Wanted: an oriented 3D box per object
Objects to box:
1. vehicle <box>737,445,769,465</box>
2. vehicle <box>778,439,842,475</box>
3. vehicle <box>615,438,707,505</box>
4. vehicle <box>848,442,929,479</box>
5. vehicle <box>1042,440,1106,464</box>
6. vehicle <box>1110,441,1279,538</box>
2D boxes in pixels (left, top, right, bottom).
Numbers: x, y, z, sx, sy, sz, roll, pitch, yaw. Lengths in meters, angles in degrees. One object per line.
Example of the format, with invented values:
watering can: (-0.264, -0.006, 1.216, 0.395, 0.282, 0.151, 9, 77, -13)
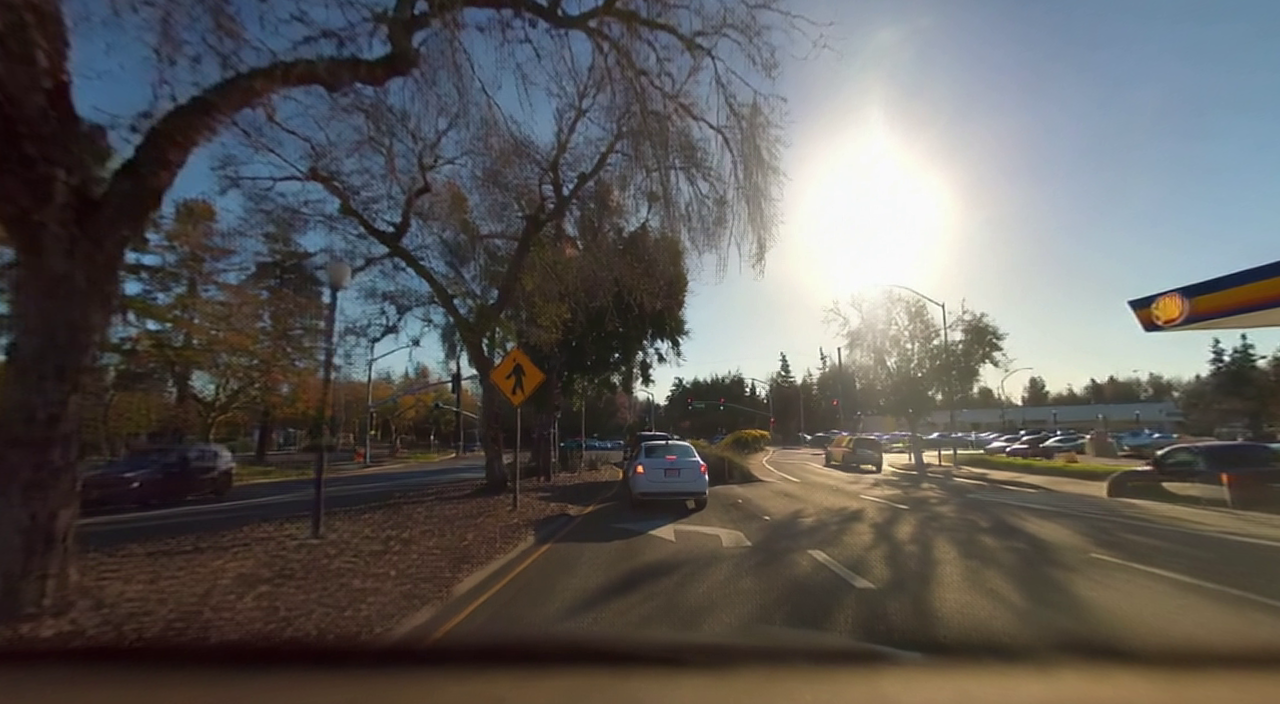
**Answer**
vehicle: (8.440, 7.723, 47.303, 1.716, 1.400, 3.921, 0, -9, 1)
vehicle: (8.588, 5.325, 32.190, 1.991, 1.695, 4.357, 0, -9, -1)
vehicle: (0.486, 2.981, 16.072, 2.032, 1.461, 4.173, 0, -9, 0)
vehicle: (11.359, 4.990, 29.174, 1.976, 1.584, 4.516, 0, -9, 1)
vehicle: (30.110, 6.957, 43.851, 1.914, 1.563, 3.672, -1, -9, 3)
vehicle: (10.846, 2.316, 10.942, 1.880, 1.472, 4.694, 0, -9, 2)
